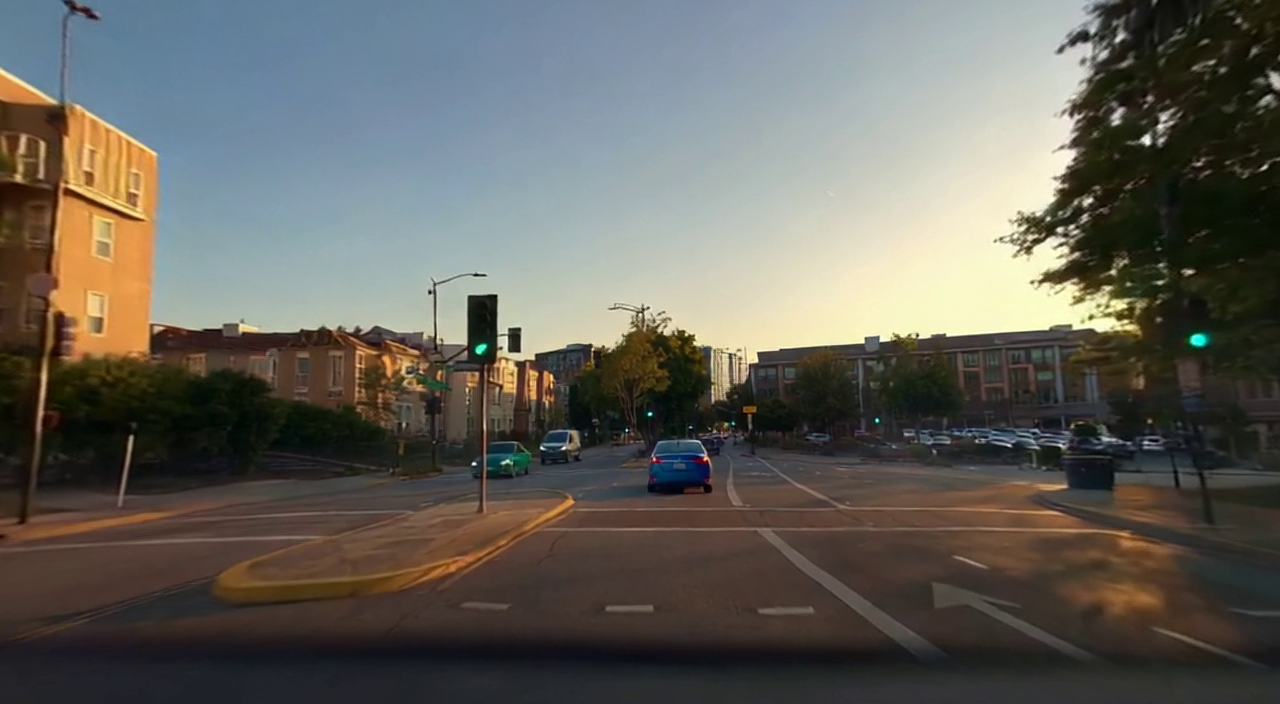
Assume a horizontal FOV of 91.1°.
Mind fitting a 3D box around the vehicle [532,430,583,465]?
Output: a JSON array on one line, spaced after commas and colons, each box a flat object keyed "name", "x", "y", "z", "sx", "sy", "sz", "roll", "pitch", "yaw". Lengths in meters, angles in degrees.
[{"name": "vehicle", "x": -5.103, "y": 6.005, "z": 39.727, "sx": 2.310, "sy": 2.045, "sz": 4.763, "roll": -1, "pitch": -8, "yaw": 4}]

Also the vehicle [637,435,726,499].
[{"name": "vehicle", "x": 1.054, "y": 2.861, "z": 16.109, "sx": 1.950, "sy": 1.401, "sz": 4.159, "roll": -1, "pitch": -8, "yaw": 4}]

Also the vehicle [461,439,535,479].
[{"name": "vehicle", "x": -5.859, "y": 4.444, "z": 26.535, "sx": 1.884, "sy": 1.509, "sz": 4.416, "roll": -1, "pitch": -8, "yaw": 3}]
